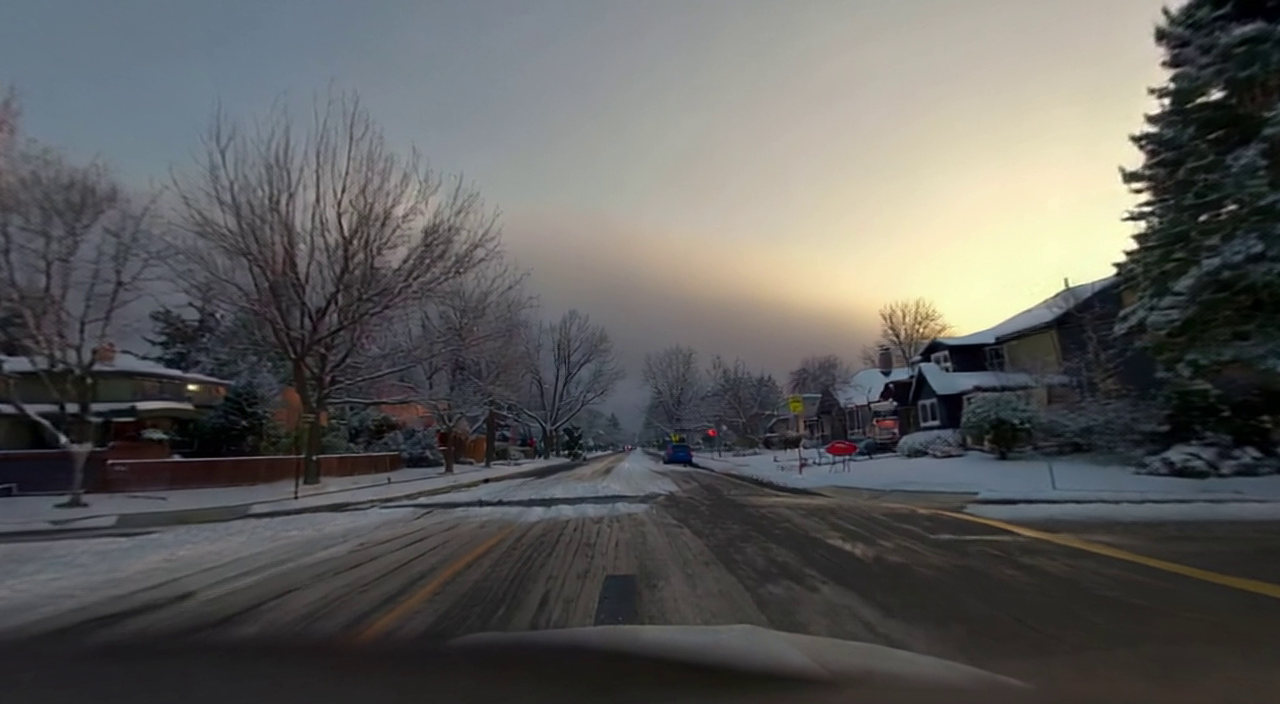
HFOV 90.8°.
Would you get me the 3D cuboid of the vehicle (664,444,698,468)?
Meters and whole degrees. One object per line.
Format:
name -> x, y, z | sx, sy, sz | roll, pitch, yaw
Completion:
vehicle -> 2.893, 7.432, 45.337 | 2.114, 1.633, 4.042 | 0, -8, 0
